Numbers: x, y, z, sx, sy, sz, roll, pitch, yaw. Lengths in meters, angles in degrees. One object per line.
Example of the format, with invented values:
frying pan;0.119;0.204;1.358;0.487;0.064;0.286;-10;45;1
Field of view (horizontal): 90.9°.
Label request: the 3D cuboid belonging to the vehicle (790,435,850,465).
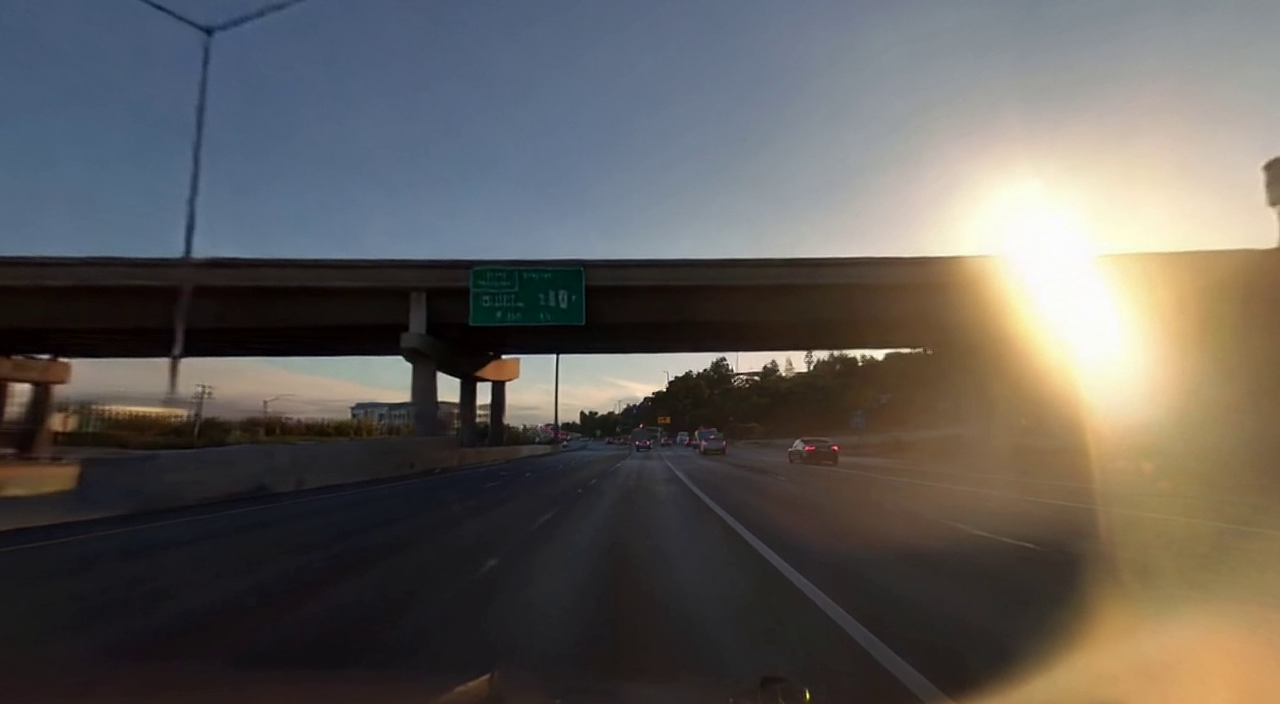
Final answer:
vehicle;10.011;5.486;35.437;2.000;1.514;4.585;0;-8;-1
